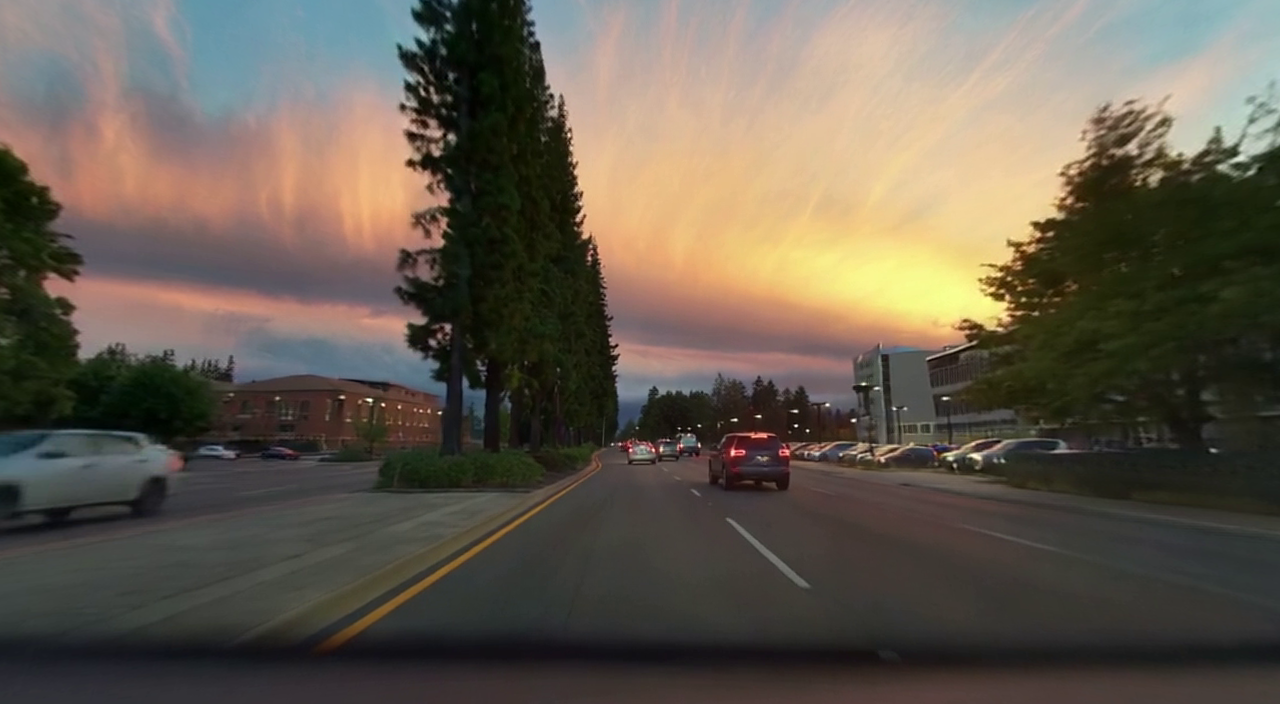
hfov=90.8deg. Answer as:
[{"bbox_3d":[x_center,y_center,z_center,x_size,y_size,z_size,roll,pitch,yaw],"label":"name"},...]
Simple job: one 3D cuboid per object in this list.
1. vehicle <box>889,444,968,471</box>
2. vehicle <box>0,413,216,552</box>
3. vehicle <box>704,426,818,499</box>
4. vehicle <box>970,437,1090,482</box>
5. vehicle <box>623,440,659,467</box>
[{"bbox_3d":[17.320,6.312,37.990,3.958,1.524,2.061,3,-10,-20],"label":"vehicle"},{"bbox_3d":[-9.107,1.883,9.555,2.093,1.728,4.735,0,-9,0],"label":"vehicle"},{"bbox_3d":[3.276,3.136,18.227,2.235,1.806,4.818,0,-9,-1],"label":"vehicle"},{"bbox_3d":[15.962,4.409,26.210,1.812,1.687,4.579,1,-9,-3],"label":"vehicle"},{"bbox_3d":[0.032,6.336,39.634,2.145,1.572,4.021,0,-9,-1],"label":"vehicle"}]
